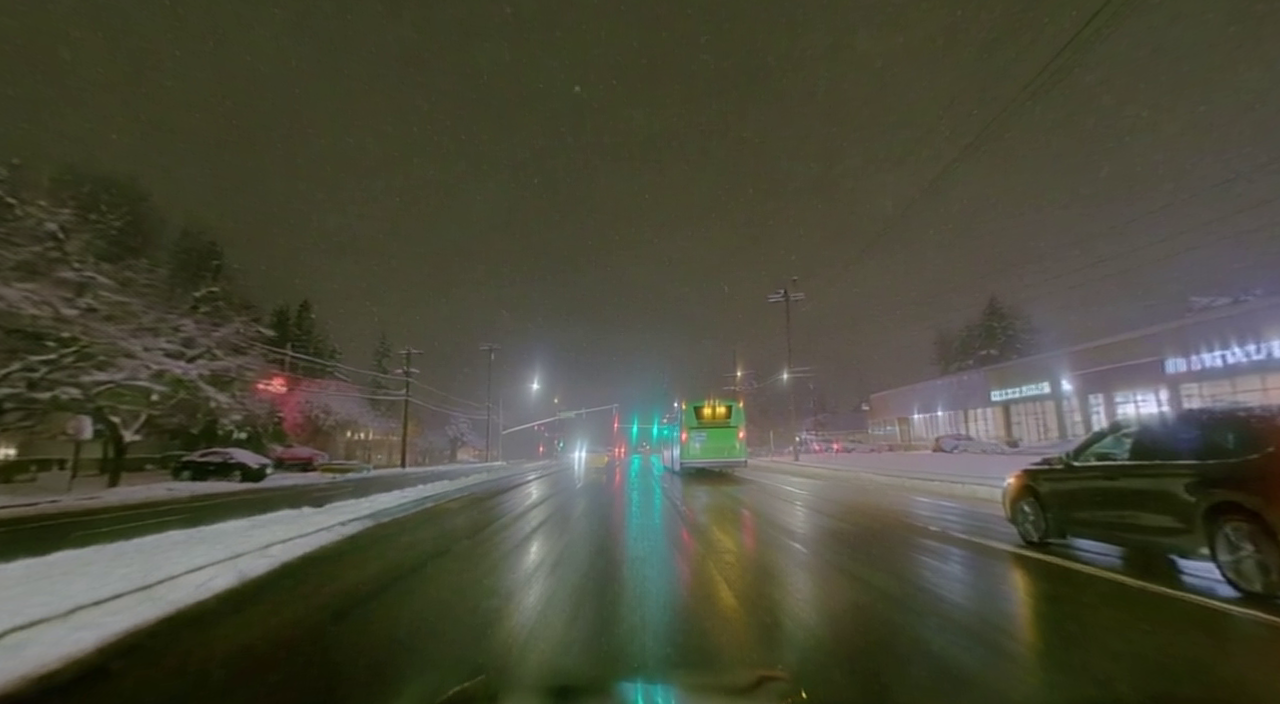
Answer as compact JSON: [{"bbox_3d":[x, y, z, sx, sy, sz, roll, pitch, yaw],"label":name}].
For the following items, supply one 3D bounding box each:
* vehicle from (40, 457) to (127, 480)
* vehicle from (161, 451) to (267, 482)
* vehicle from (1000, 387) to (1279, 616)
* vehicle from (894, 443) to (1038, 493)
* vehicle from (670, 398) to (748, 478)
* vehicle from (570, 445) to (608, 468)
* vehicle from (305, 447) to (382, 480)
[{"bbox_3d":[-38.625,8.103,43.714,4.232,1.507,1.795,0,-9,-2],"label":"vehicle"},{"bbox_3d":[-24.981,6.722,37.053,4.724,1.734,2.076,0,-9,1],"label":"vehicle"},{"bbox_3d":[6.020,1.356,6.186,2.129,1.754,4.668,0,-9,0],"label":"vehicle"},{"bbox_3d":[10.520,3.751,20.875,2.073,1.443,4.860,0,-9,-2],"label":"vehicle"},{"bbox_3d":[3.038,4.226,30.597,2.766,3.306,9.281,0,-9,0],"label":"vehicle"},{"bbox_3d":[-3.294,6.851,41.333,2.211,1.416,4.179,0,-9,-1],"label":"vehicle"},{"bbox_3d":[-19.190,7.239,41.153,2.123,1.905,5.972,-2,-9,1],"label":"vehicle"}]
